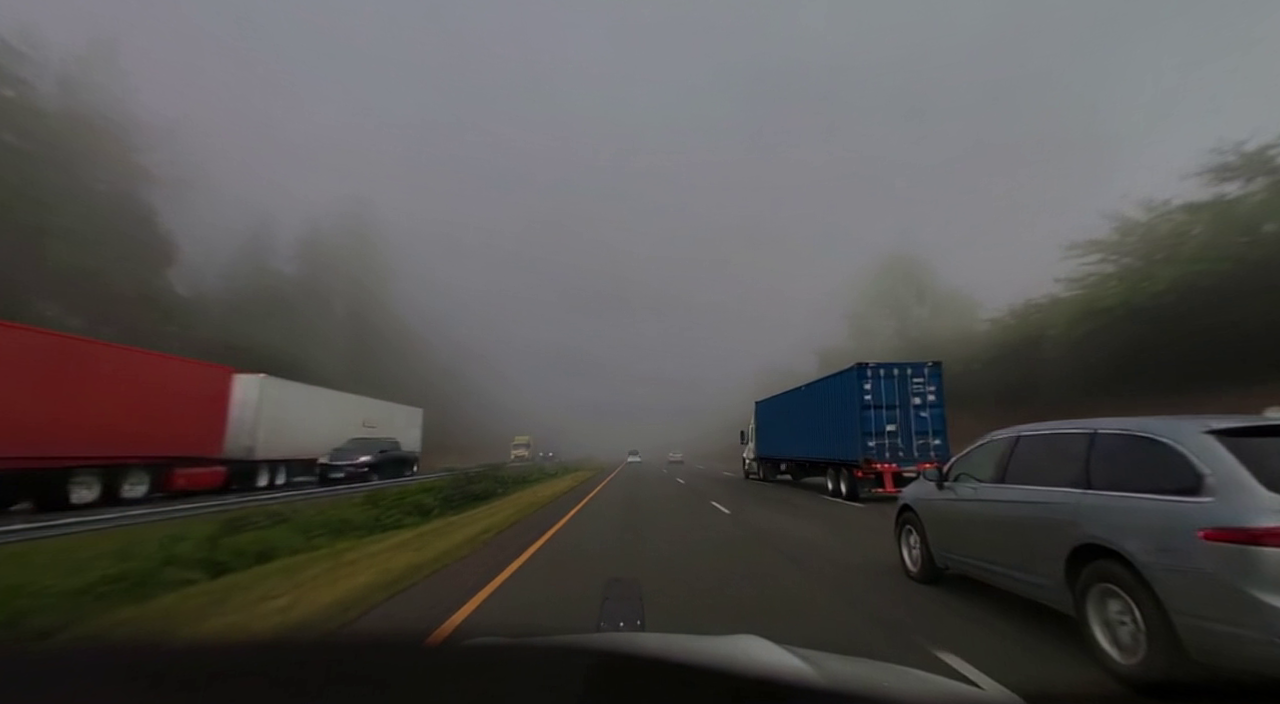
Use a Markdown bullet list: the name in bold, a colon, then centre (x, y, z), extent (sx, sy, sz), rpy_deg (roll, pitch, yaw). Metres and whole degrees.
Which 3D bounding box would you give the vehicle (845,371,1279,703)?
- **vehicle**: centre (3.385, 1.243, 4.682), extent (2.130, 1.658, 4.537), rpy_deg (0, -9, -1)

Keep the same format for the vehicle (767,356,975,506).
- **vehicle**: centre (7.692, 3.191, 24.152), extent (2.882, 4.109, 13.567), rpy_deg (0, -9, 0)

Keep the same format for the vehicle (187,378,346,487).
- **vehicle**: centre (-15.227, 3.418, 26.378), extent (2.914, 4.017, 5.846), rpy_deg (0, -9, 0)

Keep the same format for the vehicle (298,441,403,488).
- **vehicle**: centre (-11.138, 4.344, 24.679), extent (2.026, 1.657, 4.362), rpy_deg (0, -9, 0)
